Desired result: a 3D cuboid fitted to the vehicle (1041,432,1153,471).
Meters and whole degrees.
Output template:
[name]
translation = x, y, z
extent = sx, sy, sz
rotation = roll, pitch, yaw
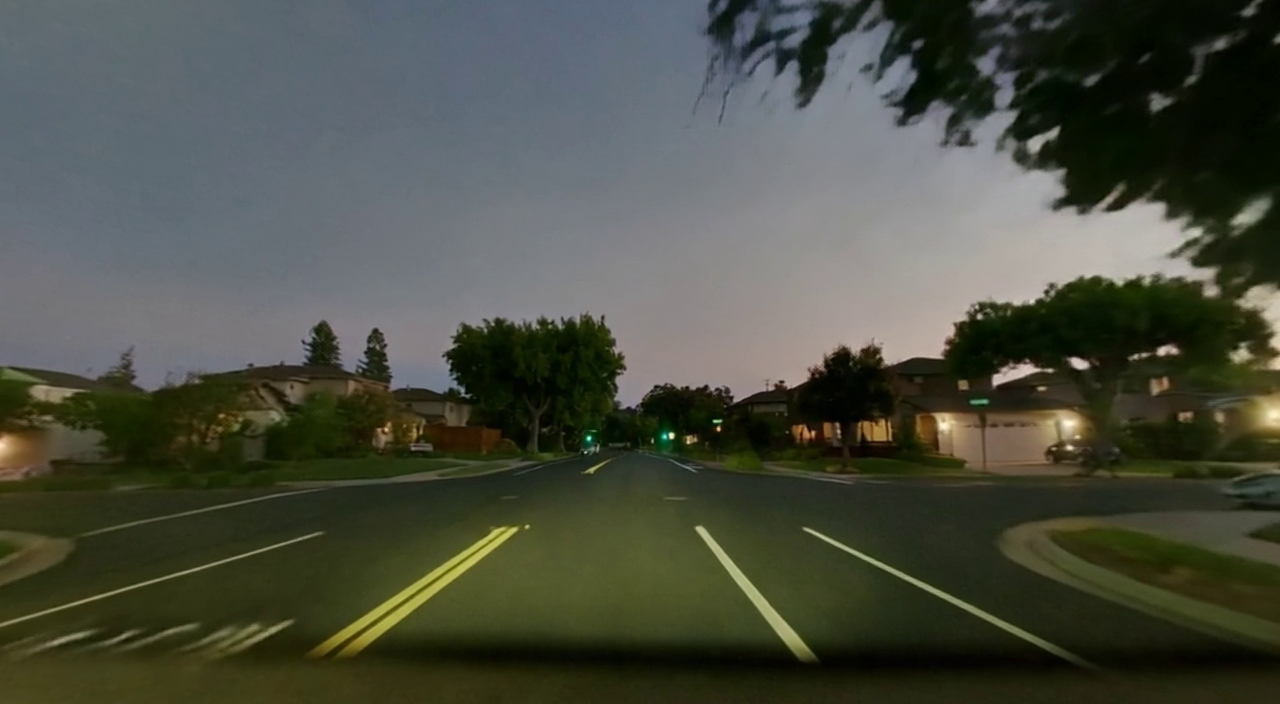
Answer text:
[vehicle]
translation = 22.992, 4.973, 32.039
extent = 1.879, 1.584, 4.761
rotation = 1, -5, -5
